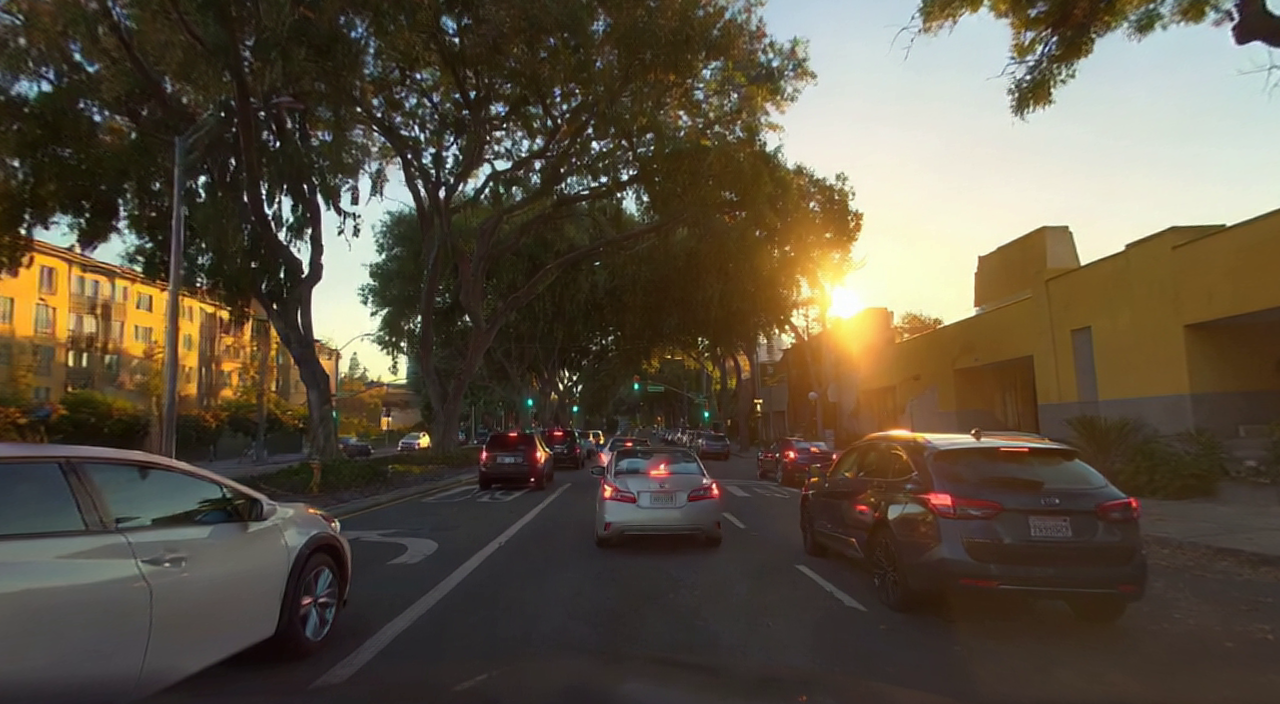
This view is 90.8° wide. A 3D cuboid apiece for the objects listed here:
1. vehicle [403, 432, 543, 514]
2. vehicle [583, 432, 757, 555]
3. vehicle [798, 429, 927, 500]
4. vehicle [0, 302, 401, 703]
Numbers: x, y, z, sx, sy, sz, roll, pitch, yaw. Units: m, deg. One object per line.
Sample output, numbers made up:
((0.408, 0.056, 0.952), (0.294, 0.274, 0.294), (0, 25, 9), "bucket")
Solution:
((-3.501, 2.622, 14.231), (1.901, 1.522, 4.556), (0, -9, 0), "vehicle")
((0.269, 1.992, 9.580), (2.095, 1.438, 3.843), (0, -9, -3), "vehicle")
((6.347, 3.248, 18.697), (2.025, 1.808, 4.579), (0, -9, -2), "vehicle")
((-3.268, 0.929, 3.394), (2.152, 1.802, 4.628), (0, -9, 0), "vehicle")
